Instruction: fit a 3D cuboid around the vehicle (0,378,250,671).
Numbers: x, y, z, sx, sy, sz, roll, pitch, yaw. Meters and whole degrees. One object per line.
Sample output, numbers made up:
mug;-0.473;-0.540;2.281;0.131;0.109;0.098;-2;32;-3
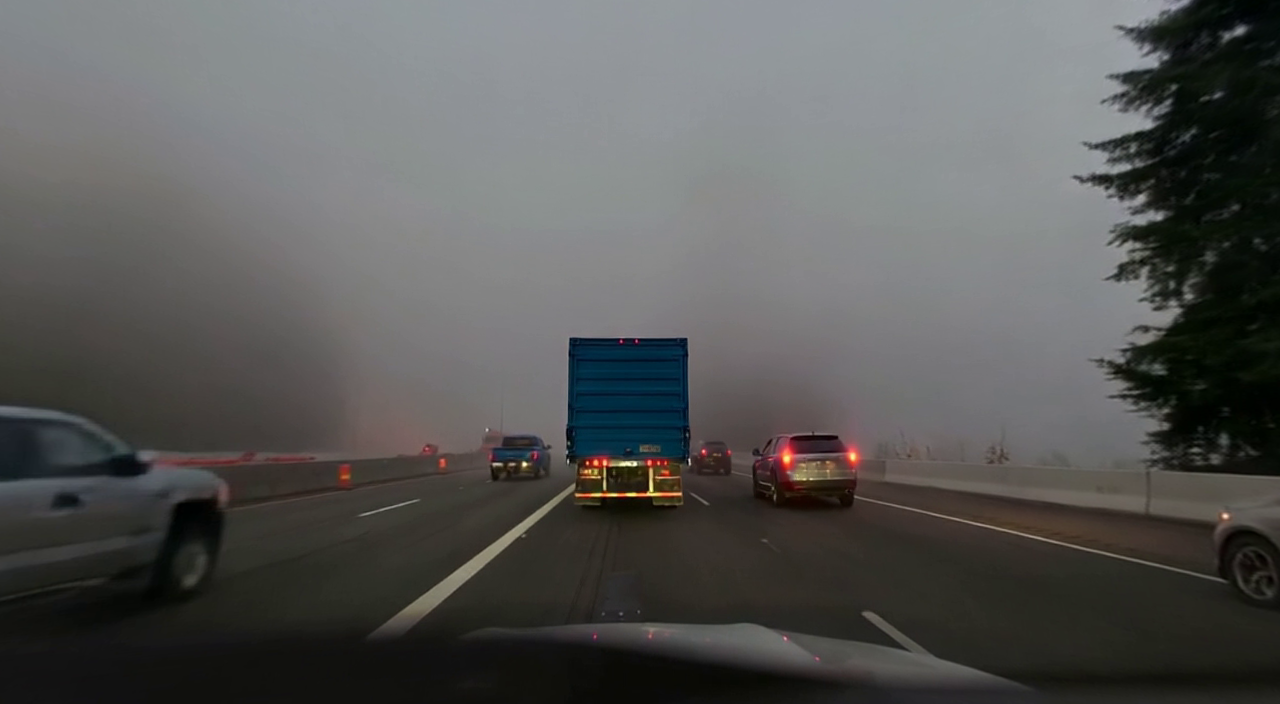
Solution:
vehicle;-4.876;1.022;3.735;2.095;1.736;4.529;0;-9;1

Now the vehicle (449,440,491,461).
vehicle;-13.261;7.686;49.305;1.887;1.511;4.152;0;-9;4

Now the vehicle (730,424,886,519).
vehicle;3.360;2.488;13.566;2.103;1.713;4.173;1;-9;-2

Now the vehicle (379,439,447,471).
vehicle;-13.502;6.128;37.787;2.054;1.708;4.663;2;-8;4

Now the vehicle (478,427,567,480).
vehicle;-4.727;4.234;26.471;2.421;1.965;5.980;0;-9;1

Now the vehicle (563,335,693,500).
vehicle;-0.426;2.308;20.200;3.067;3.940;10.154;1;-9;-2
